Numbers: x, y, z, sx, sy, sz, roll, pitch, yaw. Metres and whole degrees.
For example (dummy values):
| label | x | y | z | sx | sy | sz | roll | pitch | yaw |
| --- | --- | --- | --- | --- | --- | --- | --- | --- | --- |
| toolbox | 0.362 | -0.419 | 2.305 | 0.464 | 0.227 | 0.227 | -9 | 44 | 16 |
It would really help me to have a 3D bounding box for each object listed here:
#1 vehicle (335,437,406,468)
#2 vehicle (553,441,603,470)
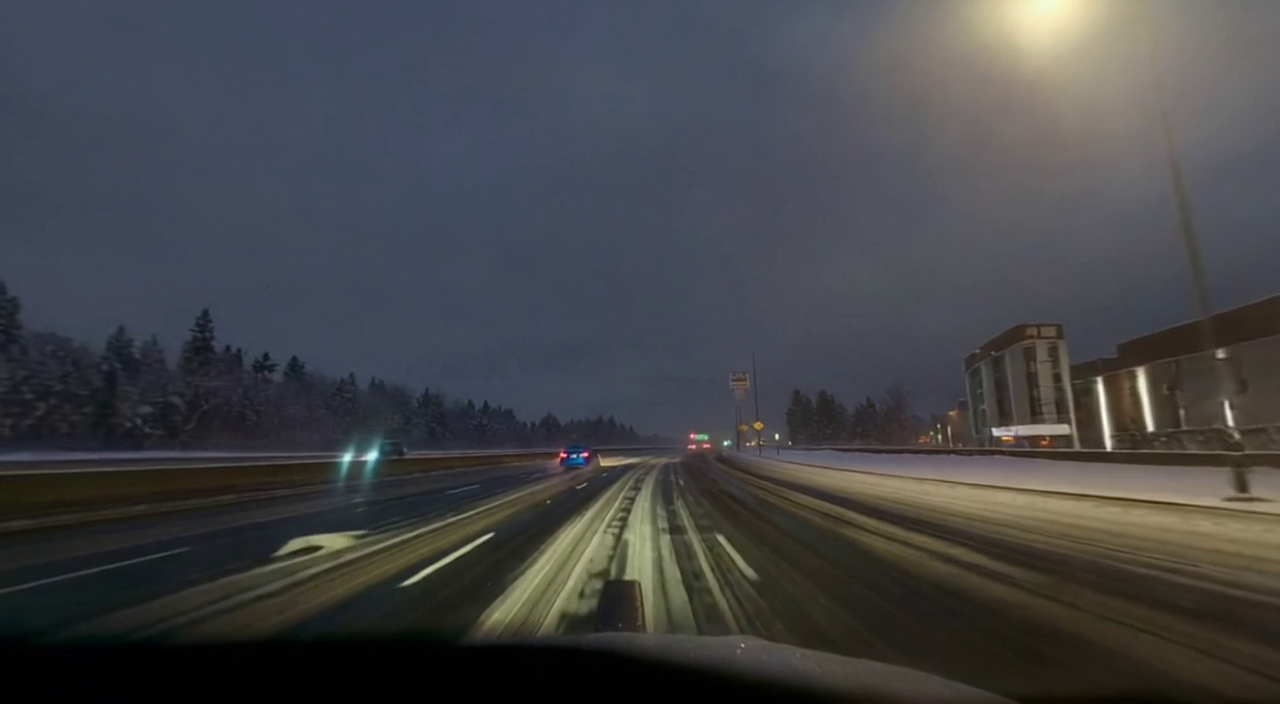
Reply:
| label | x | y | z | sx | sy | sz | roll | pitch | yaw |
| --- | --- | --- | --- | --- | --- | --- | --- | --- | --- |
| vehicle | -15.929 | 5.967 | 37.634 | 1.950 | 1.669 | 4.544 | -1 | -9 | 3 |
| vehicle | -3.498 | 5.960 | 36.502 | 2.087 | 1.566 | 4.756 | -1 | -9 | 4 |
